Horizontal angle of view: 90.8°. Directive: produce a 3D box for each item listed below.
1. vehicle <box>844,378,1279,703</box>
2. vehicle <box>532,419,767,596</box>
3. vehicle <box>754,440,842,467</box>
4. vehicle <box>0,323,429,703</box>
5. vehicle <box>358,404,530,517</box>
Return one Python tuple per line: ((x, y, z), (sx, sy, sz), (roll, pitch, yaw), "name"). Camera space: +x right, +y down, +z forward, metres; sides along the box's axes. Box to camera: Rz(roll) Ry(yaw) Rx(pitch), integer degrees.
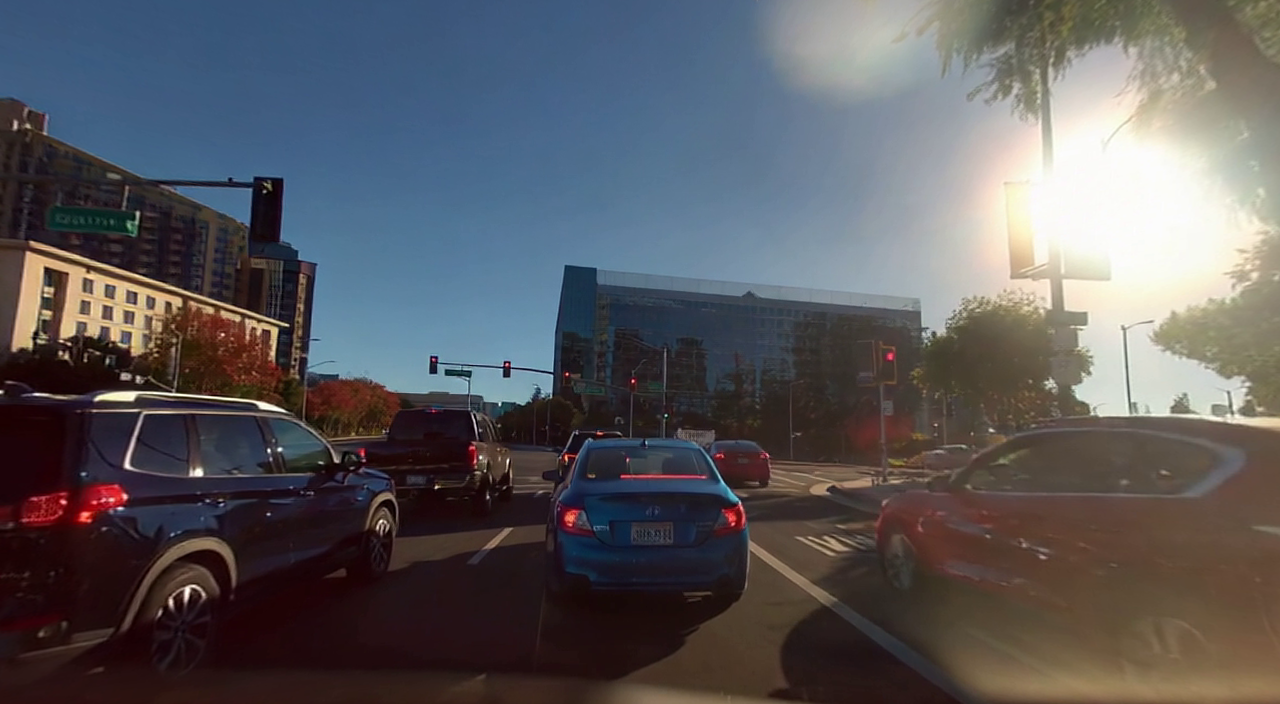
((3.195, 1.113, 3.924), (2.100, 1.524, 4.746), (0, -8, -2), "vehicle")
((-0.050, 1.650, 7.661), (2.001, 1.483, 4.442), (0, -8, -3), "vehicle")
((9.523, 6.147, 38.270), (4.737, 1.572, 2.026), (0, -8, -3), "vehicle")
((-3.174, 1.063, 4.564), (1.924, 1.737, 4.387), (0, -8, -2), "vehicle")
((-3.943, 2.322, 14.012), (2.305, 1.984, 5.586), (0, -8, -3), "vehicle")
